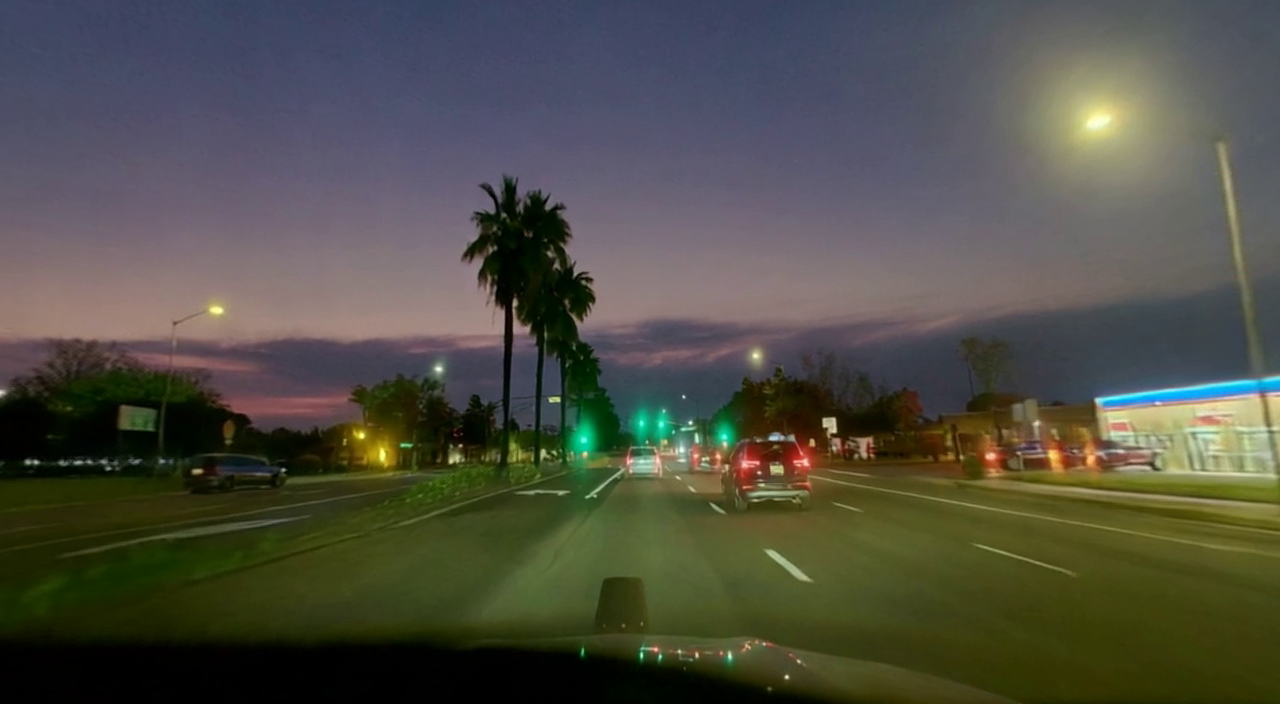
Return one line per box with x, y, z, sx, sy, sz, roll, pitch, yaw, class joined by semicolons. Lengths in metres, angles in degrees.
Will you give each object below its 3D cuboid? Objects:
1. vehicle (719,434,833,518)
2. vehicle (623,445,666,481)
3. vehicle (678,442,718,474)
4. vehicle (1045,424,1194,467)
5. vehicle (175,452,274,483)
3.164;2.955;15.511;1.872;1.752;3.896;0;-9;-1;vehicle
0.190;5.453;31.221;1.991;1.664;3.814;0;-9;0;vehicle
3.739;6.954;41.725;2.154;1.975;4.634;0;-9;0;vehicle
21.431;4.187;28.353;4.831;1.816;2.295;0;-9;-2;vehicle
-26.693;7.377;40.589;2.124;1.784;4.803;-8;-11;40;vehicle
